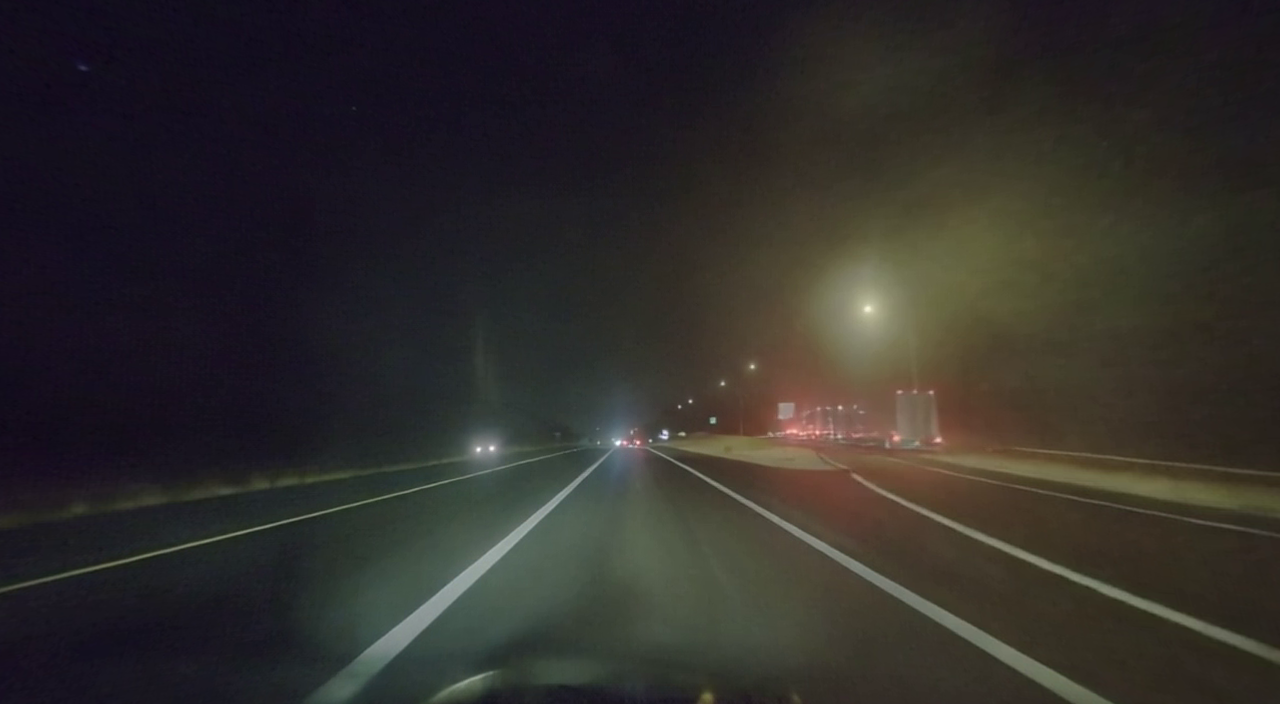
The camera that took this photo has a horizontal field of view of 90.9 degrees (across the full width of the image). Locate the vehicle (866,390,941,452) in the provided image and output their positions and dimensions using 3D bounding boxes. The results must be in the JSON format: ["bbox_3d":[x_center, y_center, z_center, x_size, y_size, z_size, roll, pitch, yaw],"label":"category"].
[{"bbox_3d":[19.794,5.455,48.373,3.187,4.063,13.741,-2,-8,14],"label":"vehicle"}]
